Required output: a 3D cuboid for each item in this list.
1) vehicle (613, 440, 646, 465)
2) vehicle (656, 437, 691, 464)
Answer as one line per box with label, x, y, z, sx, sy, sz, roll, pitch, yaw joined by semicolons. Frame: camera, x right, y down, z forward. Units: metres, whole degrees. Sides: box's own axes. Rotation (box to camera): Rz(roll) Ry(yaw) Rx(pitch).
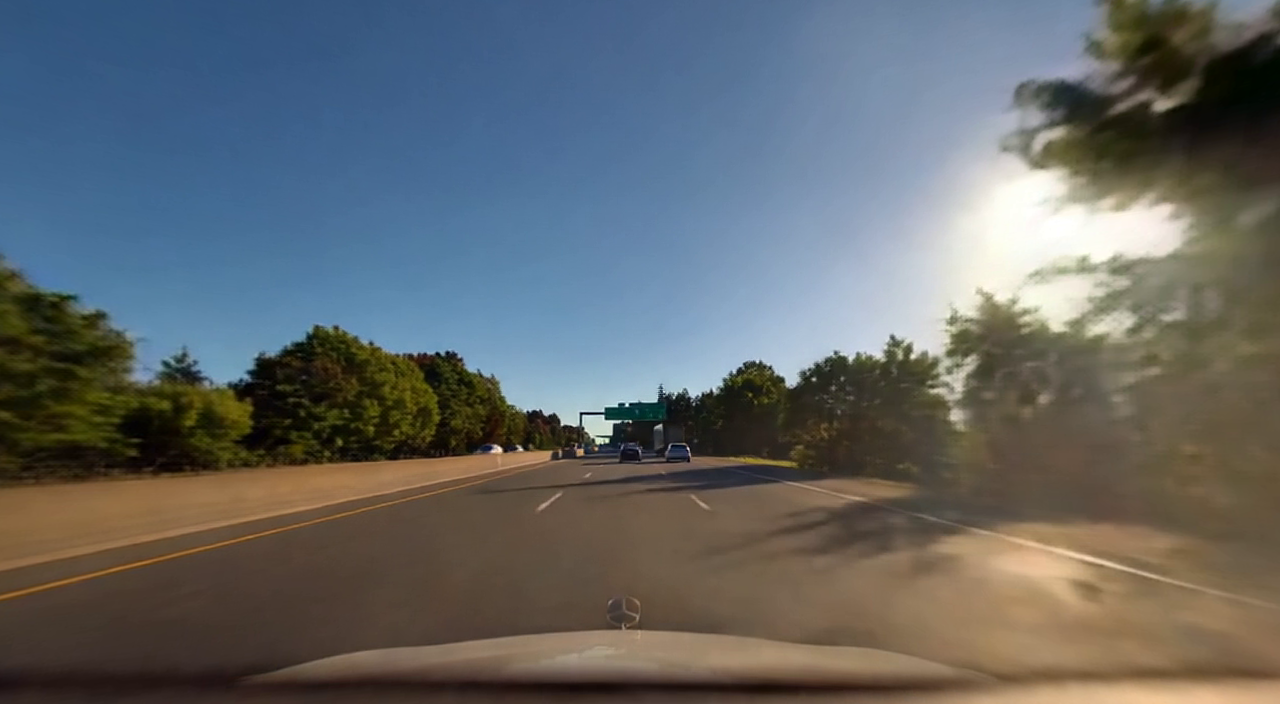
vehicle;-0.729;6.963;43.713;2.173;1.598;4.293;0;-9;-1
vehicle;2.447;7.363;47.212;2.139;1.925;4.312;0;-9;-2
